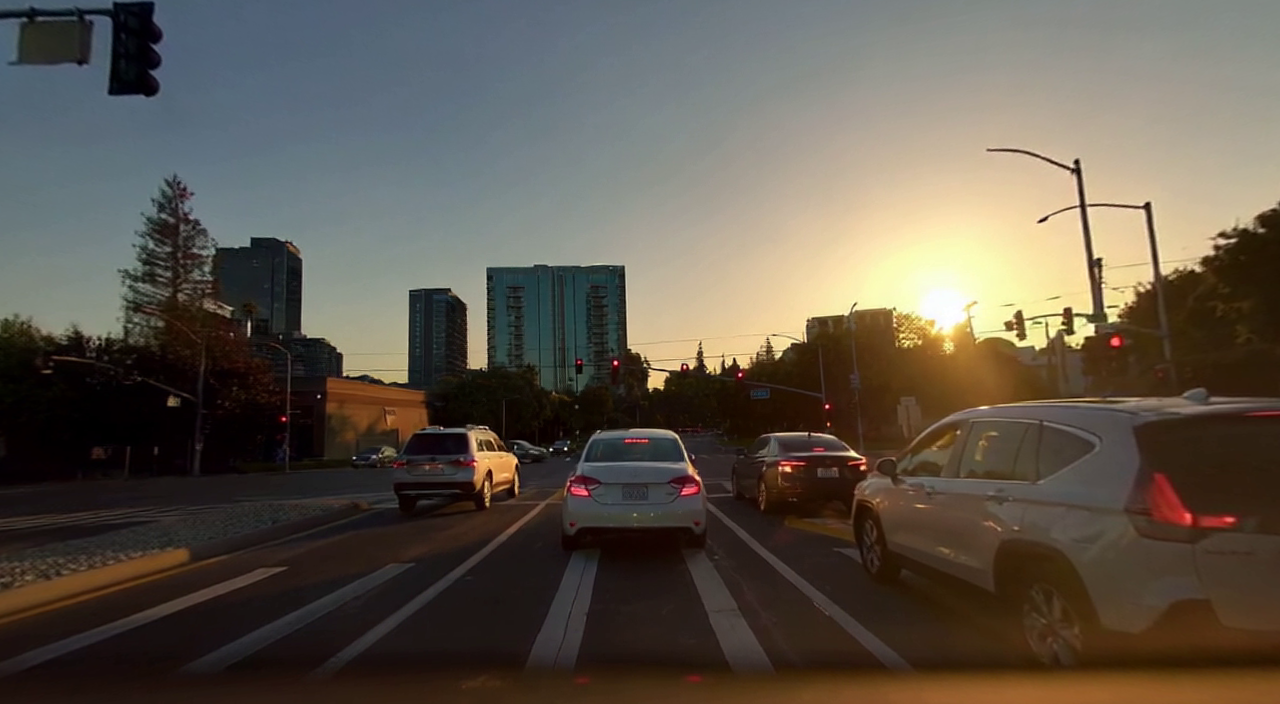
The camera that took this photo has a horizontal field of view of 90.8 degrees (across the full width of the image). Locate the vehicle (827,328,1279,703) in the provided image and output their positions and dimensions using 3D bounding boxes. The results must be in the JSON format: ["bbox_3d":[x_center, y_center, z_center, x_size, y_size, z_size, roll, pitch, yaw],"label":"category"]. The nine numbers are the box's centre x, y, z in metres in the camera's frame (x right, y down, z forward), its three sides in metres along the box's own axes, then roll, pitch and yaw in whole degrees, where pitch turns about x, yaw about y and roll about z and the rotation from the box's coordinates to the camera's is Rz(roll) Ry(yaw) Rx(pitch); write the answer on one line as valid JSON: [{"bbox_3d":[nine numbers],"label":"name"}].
[{"bbox_3d":[3.021,1.073,4.287,2.103,1.701,4.294,0,-8,-1],"label":"vehicle"}]

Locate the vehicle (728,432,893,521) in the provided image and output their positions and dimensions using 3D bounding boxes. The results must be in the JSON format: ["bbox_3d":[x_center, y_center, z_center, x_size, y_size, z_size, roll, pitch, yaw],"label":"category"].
[{"bbox_3d":[3.157,2.411,12.804,2.001,1.463,4.398,0,-8,-2],"label":"vehicle"}]

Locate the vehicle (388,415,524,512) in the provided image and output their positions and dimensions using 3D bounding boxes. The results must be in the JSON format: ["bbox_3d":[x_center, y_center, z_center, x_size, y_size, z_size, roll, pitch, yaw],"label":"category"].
[{"bbox_3d":[-3.957,2.475,14.459,2.021,1.837,4.448,1,-8,-4],"label":"vehicle"}]

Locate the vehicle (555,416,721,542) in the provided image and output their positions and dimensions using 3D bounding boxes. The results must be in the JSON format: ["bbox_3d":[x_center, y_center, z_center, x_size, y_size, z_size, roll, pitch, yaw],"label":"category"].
[{"bbox_3d":[-0.074,1.981,10.433,2.188,1.637,4.027,0,-8,-1],"label":"vehicle"}]
